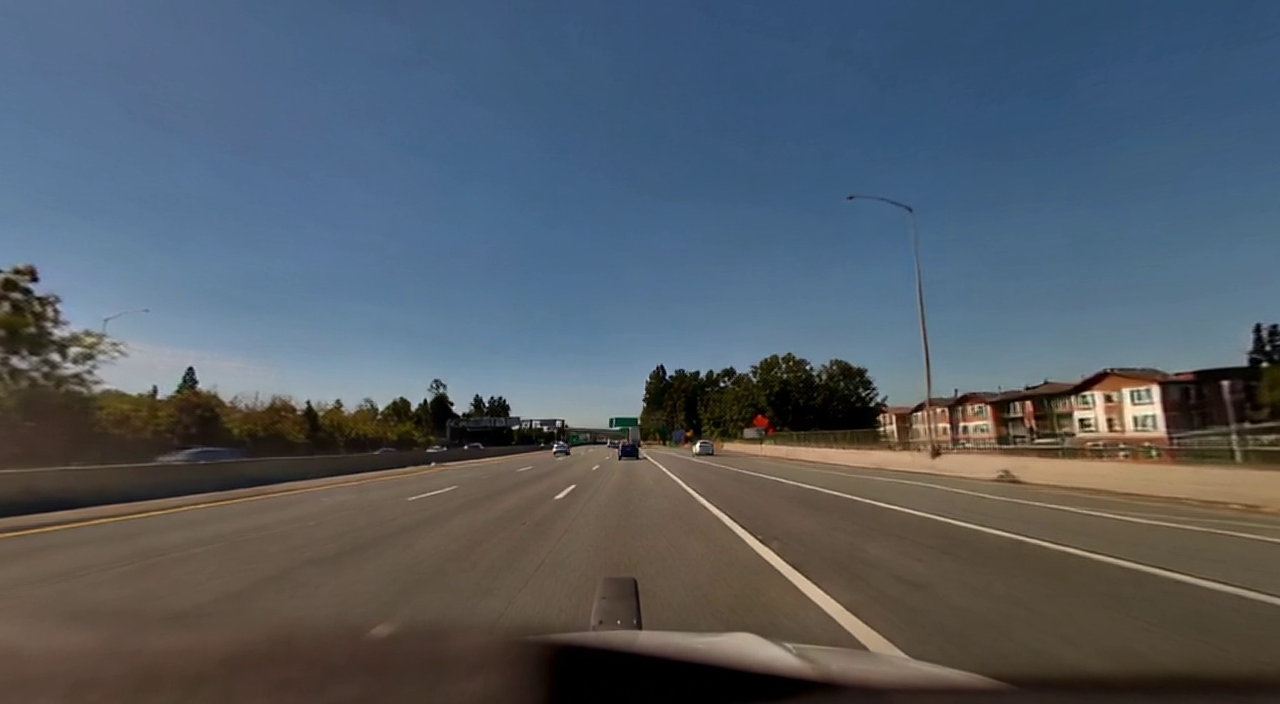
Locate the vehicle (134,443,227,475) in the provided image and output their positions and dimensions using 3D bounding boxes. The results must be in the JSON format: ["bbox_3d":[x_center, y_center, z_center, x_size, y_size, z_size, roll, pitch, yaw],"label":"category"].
[{"bbox_3d":[-25.240,5.883,34.947,1.884,1.608,4.427,0,-8,-1],"label":"vehicle"}]

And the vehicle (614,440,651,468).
[{"bbox_3d":[-0.464,5.774,36.108,2.012,1.471,4.059,0,-8,-1],"label":"vehicle"}]
